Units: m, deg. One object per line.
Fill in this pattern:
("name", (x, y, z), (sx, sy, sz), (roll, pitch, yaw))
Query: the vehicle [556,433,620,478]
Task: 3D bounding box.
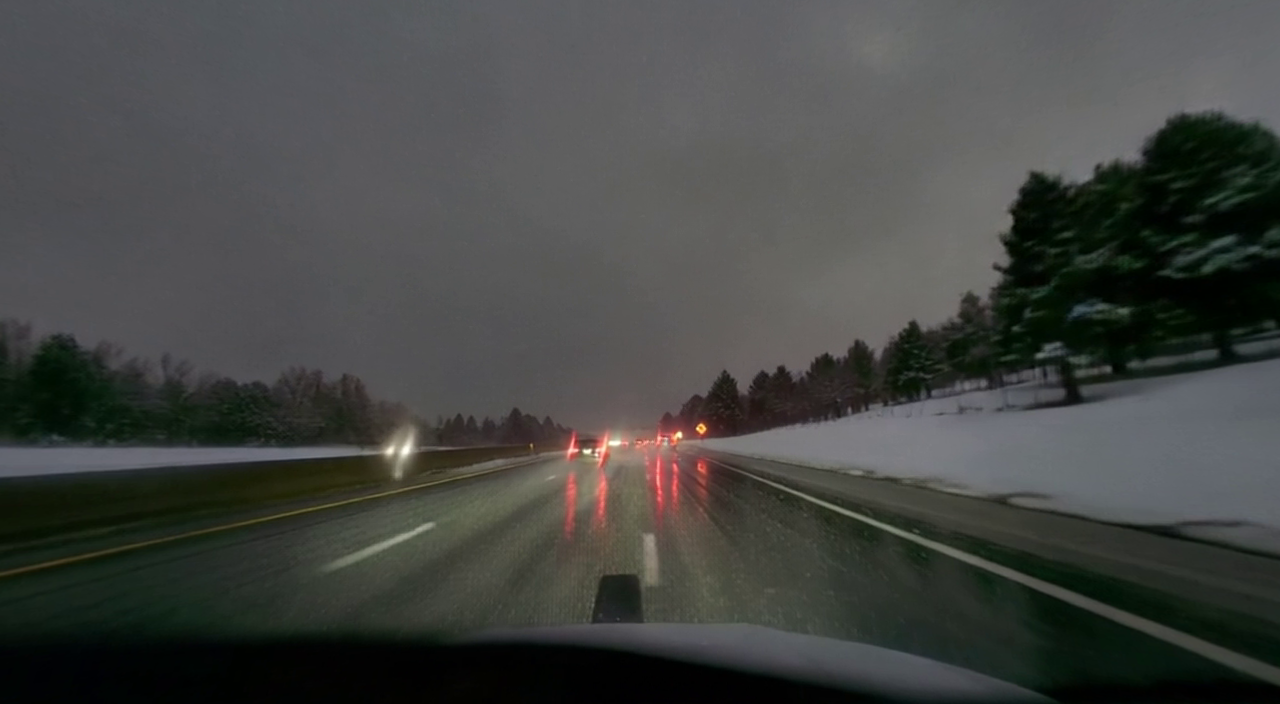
("vehicle", (-1.908, 3.944, 24.361), (2.039, 1.589, 4.324), (0, -8, 1))
